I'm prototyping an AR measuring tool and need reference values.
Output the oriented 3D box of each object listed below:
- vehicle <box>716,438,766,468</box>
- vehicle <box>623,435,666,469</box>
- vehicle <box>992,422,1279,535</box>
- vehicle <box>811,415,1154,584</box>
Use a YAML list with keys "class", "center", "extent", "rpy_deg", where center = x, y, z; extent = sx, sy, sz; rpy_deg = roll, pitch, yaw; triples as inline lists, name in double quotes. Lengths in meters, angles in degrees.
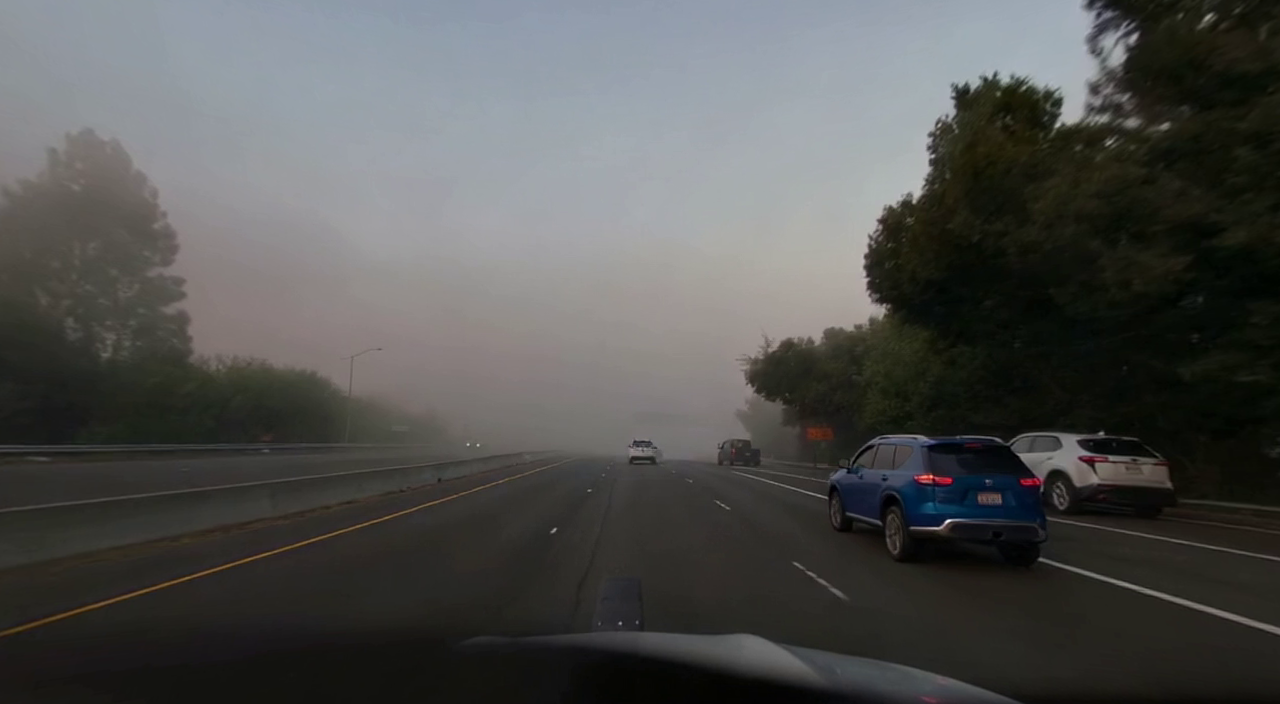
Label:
- class: "vehicle"
  center: [7.859, 7.930, 49.915]
  extent: [2.526, 2.230, 6.190]
  rpy_deg: [1, -8, -4]
- class: "vehicle"
  center: [0.178, 5.641, 35.916]
  extent: [2.181, 1.768, 4.383]
  rpy_deg: [0, -8, -2]
- class: "vehicle"
  center: [9.765, 2.493, 13.152]
  extent: [1.967, 1.816, 4.775]
  rpy_deg: [3, -8, -3]
- class: "vehicle"
  center: [4.016, 1.774, 8.520]
  extent: [2.097, 1.659, 4.320]
  rpy_deg: [0, -8, -2]
